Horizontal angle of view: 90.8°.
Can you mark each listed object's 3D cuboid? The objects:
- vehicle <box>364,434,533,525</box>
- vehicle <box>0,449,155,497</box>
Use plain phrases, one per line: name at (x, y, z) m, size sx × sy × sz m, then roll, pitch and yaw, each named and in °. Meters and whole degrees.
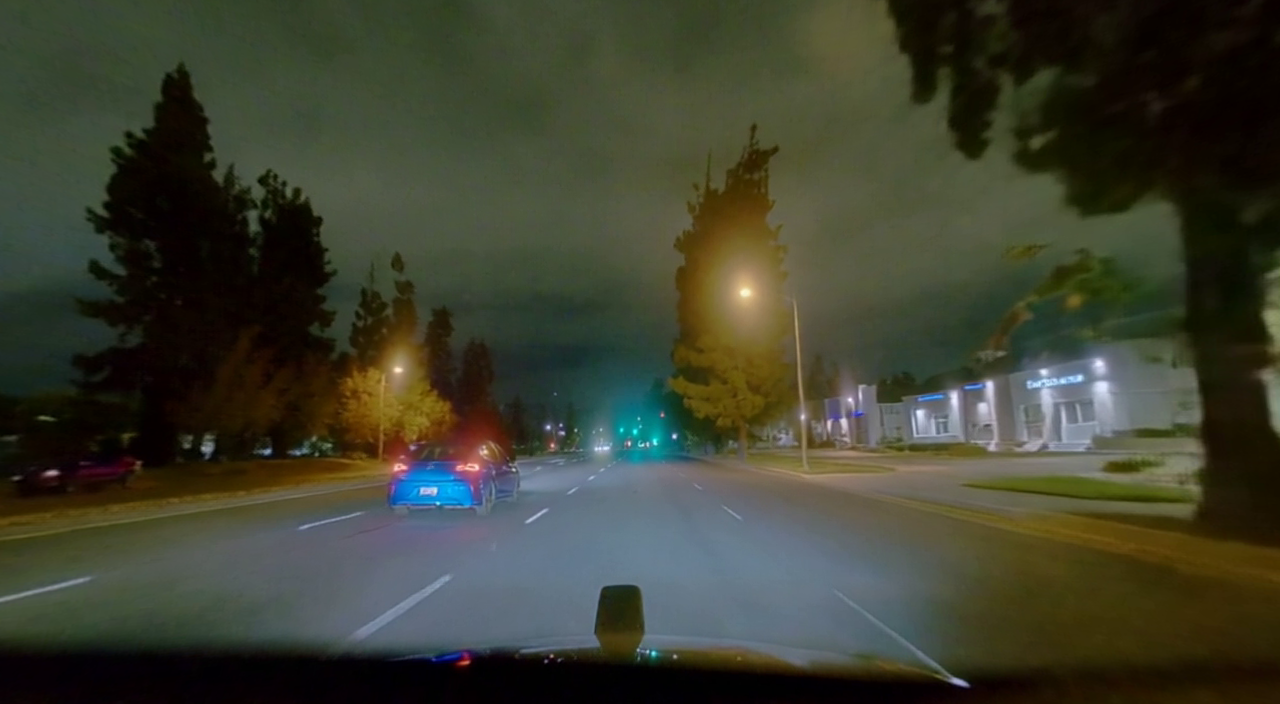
vehicle at (-3.484, 2.381, 12.461) m, size 2.005 × 1.477 × 4.169 m, roll 0°, pitch -8°, yaw 0°
vehicle at (-22.786, 4.835, 25.781) m, size 2.031 × 1.699 × 5.011 m, roll 0°, pitch -8°, yaw -1°
